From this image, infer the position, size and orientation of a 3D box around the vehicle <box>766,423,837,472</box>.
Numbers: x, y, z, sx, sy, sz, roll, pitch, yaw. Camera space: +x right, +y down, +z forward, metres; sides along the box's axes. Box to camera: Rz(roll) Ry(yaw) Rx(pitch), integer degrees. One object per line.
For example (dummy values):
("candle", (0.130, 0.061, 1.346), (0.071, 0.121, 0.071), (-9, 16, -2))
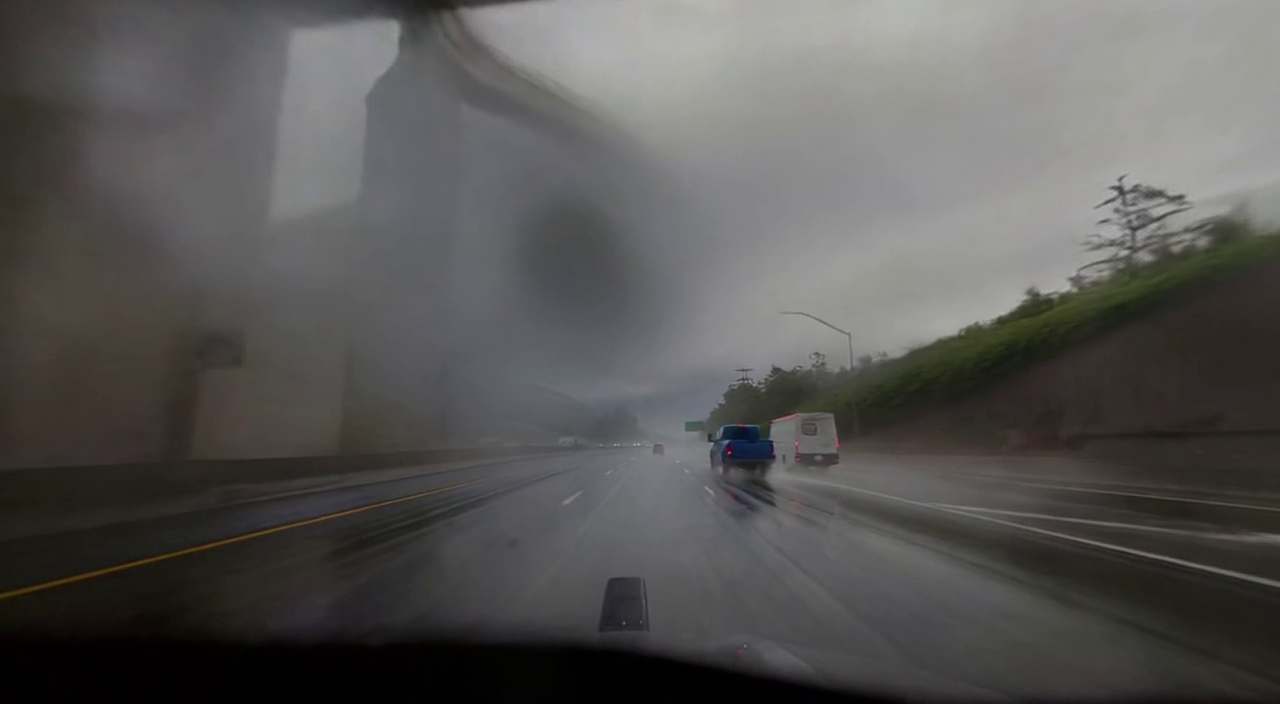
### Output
("vehicle", (8.202, 4.931, 32.715), (2.229, 2.317, 5.399), (0, -8, 0))

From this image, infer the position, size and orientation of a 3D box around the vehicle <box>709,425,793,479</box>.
("vehicle", (4.528, 4.206, 26.791), (2.505, 2.020, 5.532), (0, -8, 0))
